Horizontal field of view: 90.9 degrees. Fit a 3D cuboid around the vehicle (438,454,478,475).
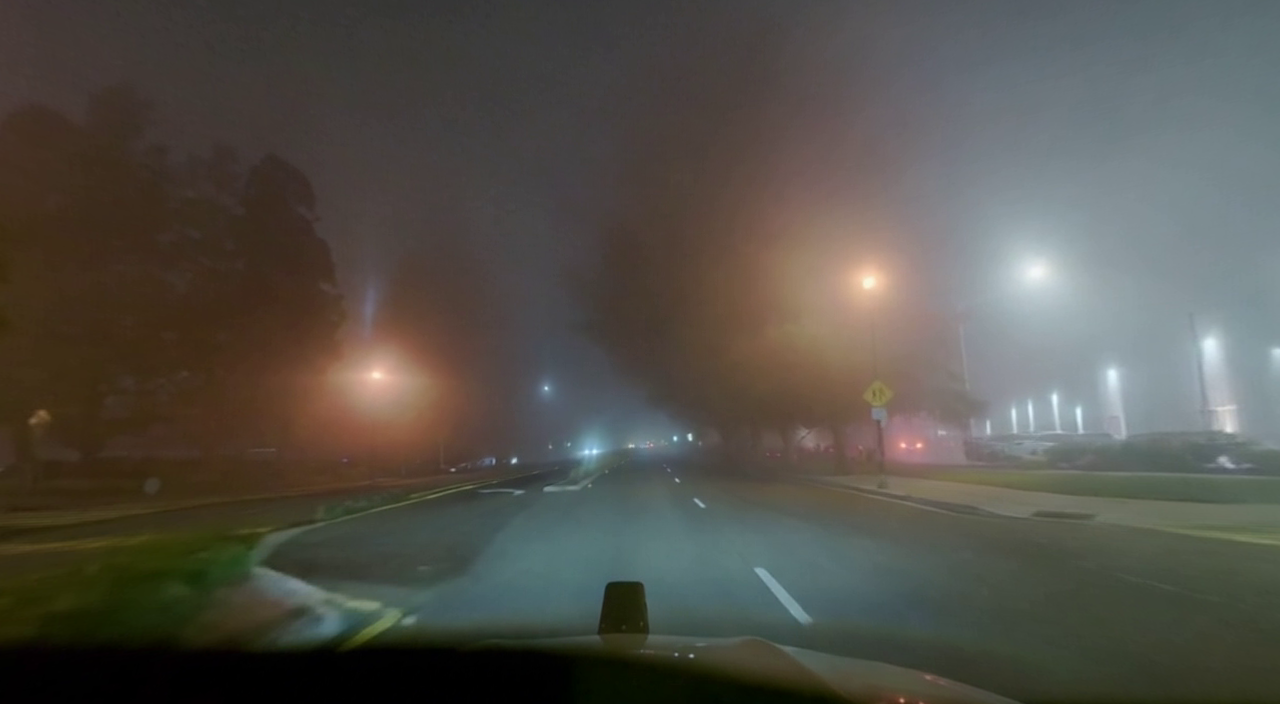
[{"bbox_3d":[-13.899,8.578,48.364,1.835,1.434,4.325,0,-8,0],"label":"vehicle"}]
